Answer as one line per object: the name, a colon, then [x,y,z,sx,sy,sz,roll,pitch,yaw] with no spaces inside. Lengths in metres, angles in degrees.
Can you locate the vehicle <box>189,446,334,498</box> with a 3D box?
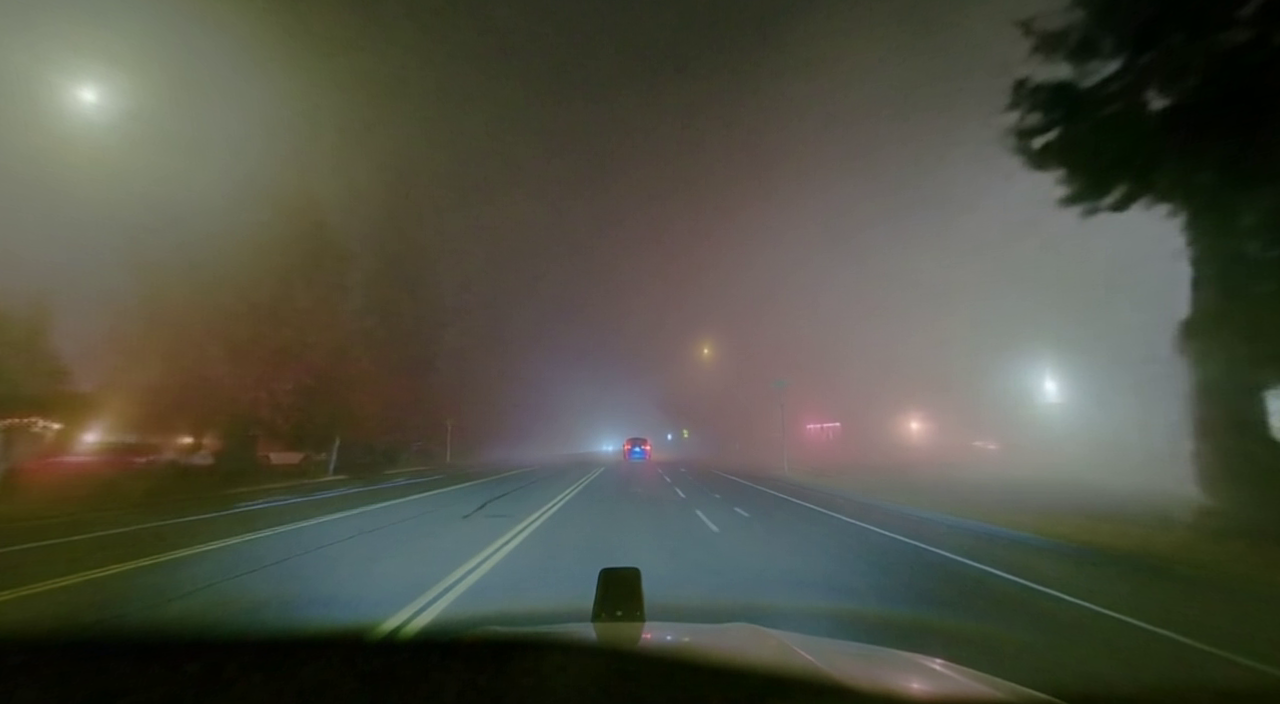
vehicle: [-12.344,3.902,21.020,2.090,1.478,4.376,0,-8,1]

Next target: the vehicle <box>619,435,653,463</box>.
vehicle: [-0.266,6.662,43.583,2.230,1.827,4.298,0,-8,0]

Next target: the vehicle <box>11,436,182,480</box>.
vehicle: [-21.054,4.102,24.639,4.773,1.625,1.933,1,-8,-2]
